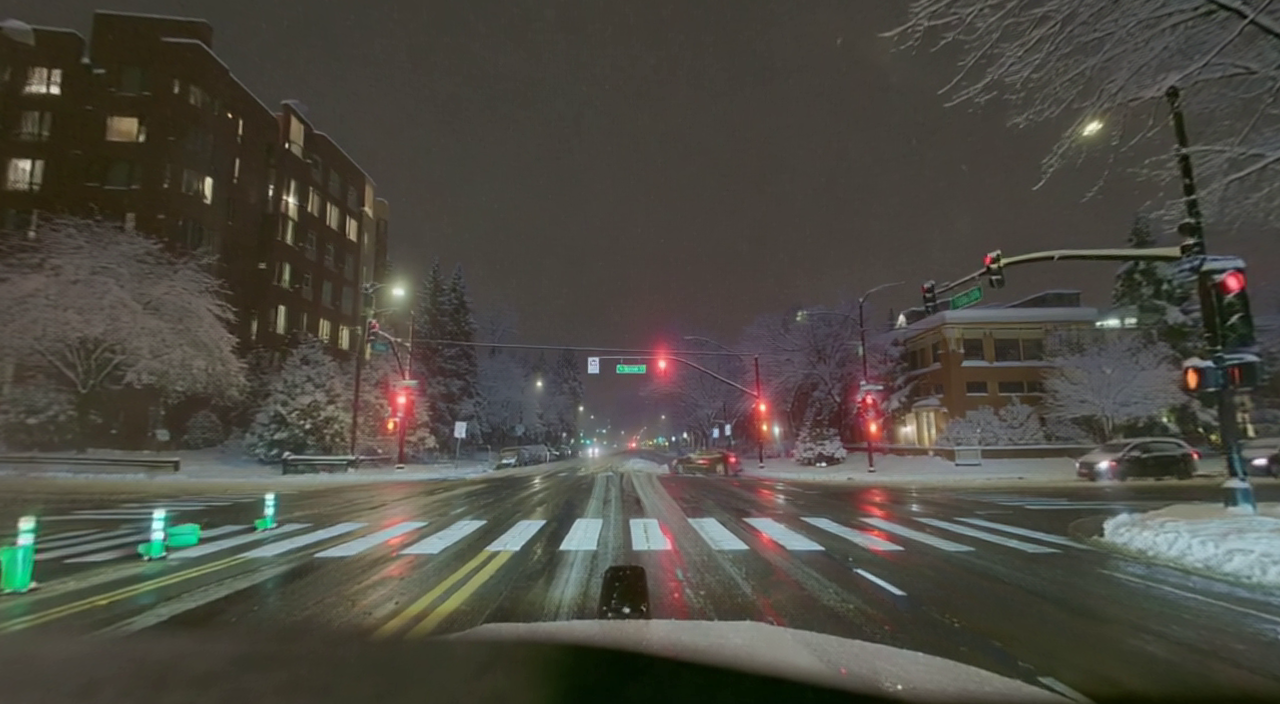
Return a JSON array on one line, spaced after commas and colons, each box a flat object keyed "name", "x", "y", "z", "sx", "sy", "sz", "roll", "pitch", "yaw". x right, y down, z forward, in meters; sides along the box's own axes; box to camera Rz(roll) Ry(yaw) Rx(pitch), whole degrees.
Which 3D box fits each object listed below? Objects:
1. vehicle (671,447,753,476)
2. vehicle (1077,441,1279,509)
[{"name": "vehicle", "x": 4.015, "y": 6.143, "z": 35.668, "sx": 1.972, "sy": 1.522, "sz": 4.368, "roll": 7, "pitch": -11, "yaw": -42}, {"name": "vehicle", "x": 13.029, "y": 2.791, "z": 14.550, "sx": 4.424, "sy": 1.436, "sz": 1.804, "roll": -1, "pitch": -8, "yaw": 5}]
